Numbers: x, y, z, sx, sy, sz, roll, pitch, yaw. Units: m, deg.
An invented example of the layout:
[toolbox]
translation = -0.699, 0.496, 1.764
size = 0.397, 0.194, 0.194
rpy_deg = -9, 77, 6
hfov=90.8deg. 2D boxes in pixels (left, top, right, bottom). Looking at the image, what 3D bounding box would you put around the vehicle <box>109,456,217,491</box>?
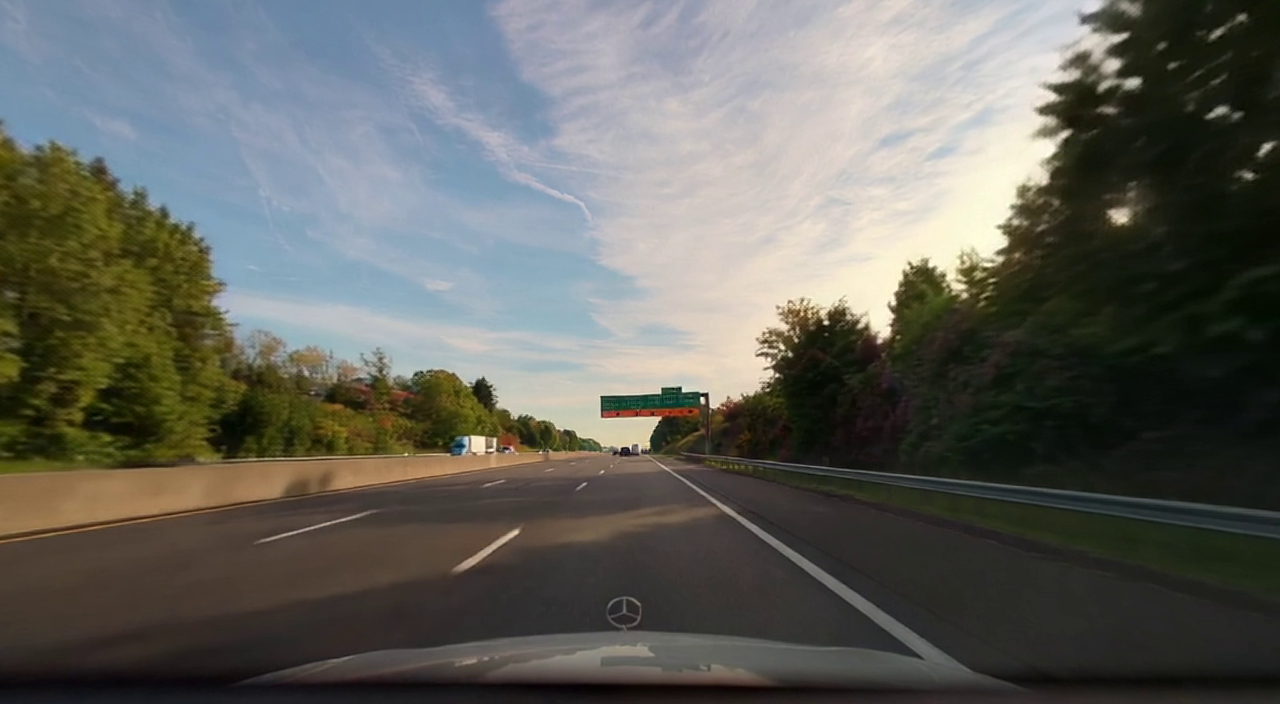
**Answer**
[vehicle]
translation = -21.036, 5.338, 28.078
size = 1.645, 1.373, 4.176
rpy_deg = 0, -9, -2
